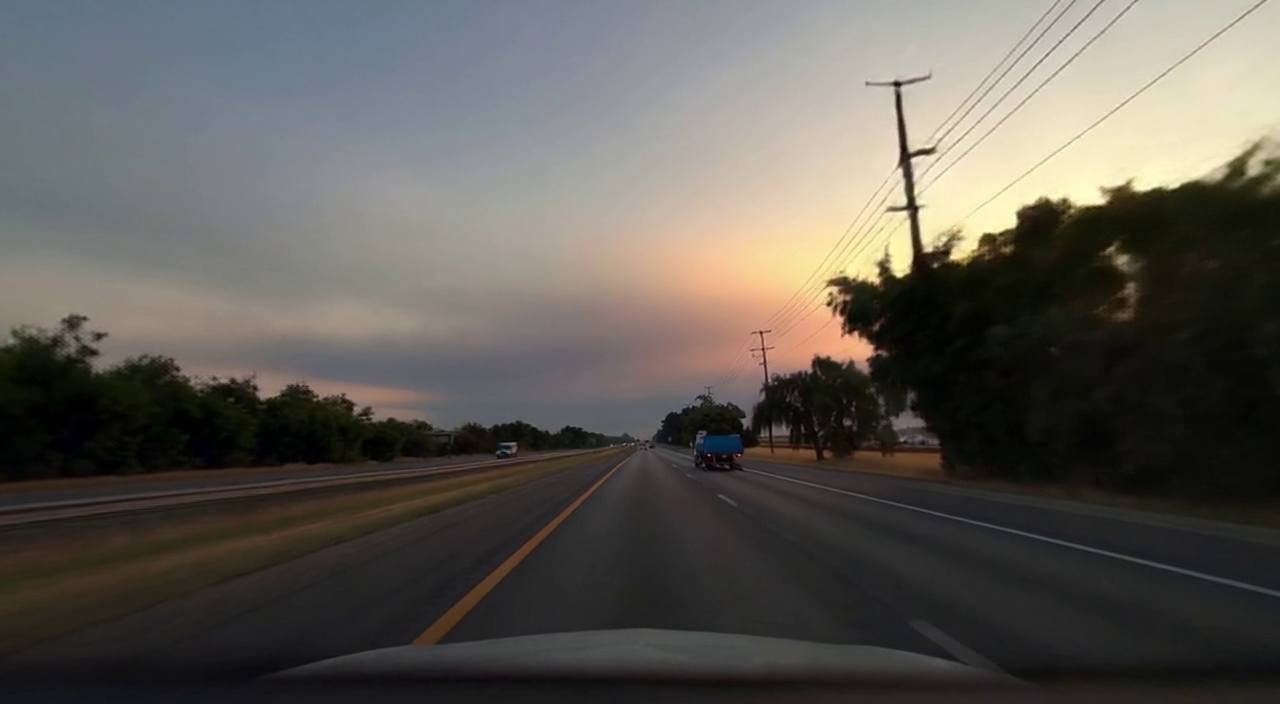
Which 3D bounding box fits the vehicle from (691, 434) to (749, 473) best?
[{"bbox_3d":[4.077,5.275,32.930,2.228,1.852,5.449,0,-8,-1],"label":"vehicle"}]
